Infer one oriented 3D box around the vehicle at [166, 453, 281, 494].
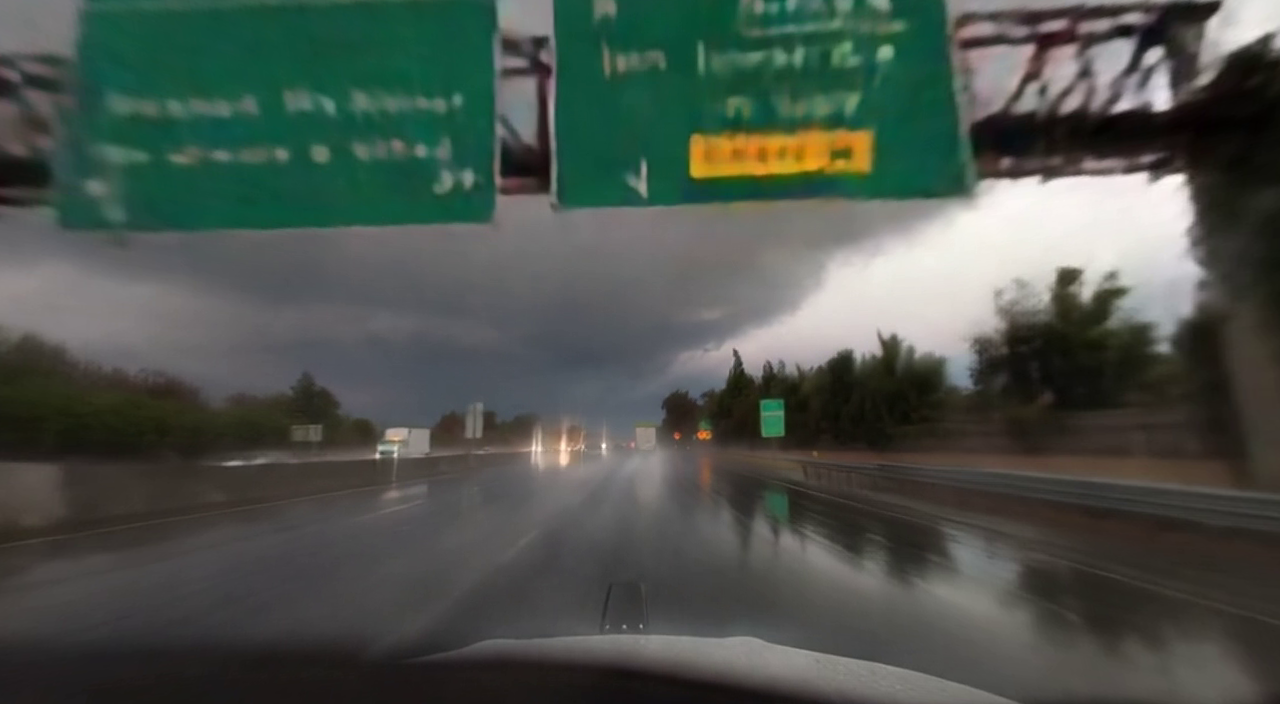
[{"bbox_3d":[-15.702,4.568,23.989,1.934,1.398,3.514,0,-9,0],"label":"vehicle"}]
